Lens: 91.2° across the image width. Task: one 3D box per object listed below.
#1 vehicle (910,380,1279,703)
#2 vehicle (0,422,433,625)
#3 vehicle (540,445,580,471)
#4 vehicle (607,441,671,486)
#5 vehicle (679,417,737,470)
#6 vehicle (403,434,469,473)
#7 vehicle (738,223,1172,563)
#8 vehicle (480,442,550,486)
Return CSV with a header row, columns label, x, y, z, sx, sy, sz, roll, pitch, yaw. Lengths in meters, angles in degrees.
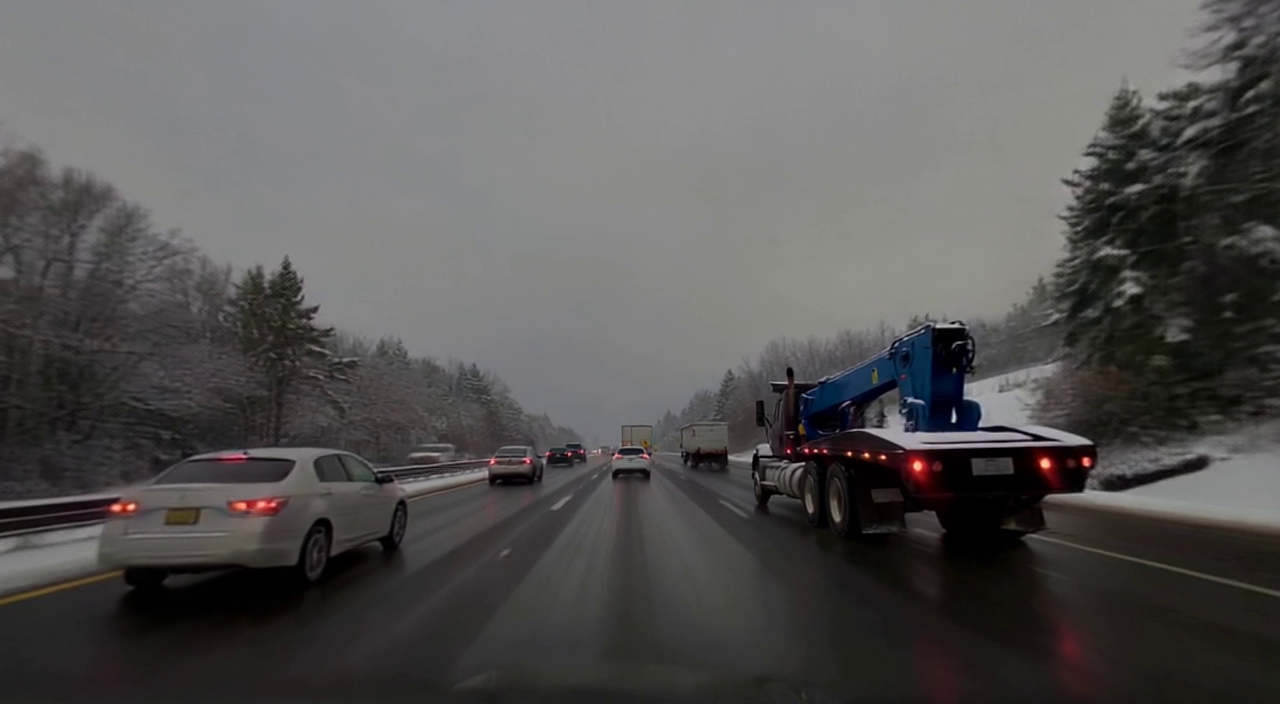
label,x,y,z,sx,sy,sz,roll,pitch,yaw
vehicle,4.068,1.054,3.433,2.599,1.631,5.693,0,-9,-1
vehicle,-4.134,1.665,7.155,1.880,1.507,4.757,0,-9,1
vehicle,-4.838,6.496,38.490,1.924,1.481,4.264,0,-9,0
vehicle,-0.081,4.072,23.138,2.150,1.498,3.988,0,-9,-2
vehicle,3.832,5.416,36.940,2.416,2.829,7.016,0,-9,-1
vehicle,-13.307,6.701,41.410,2.367,2.325,5.862,0,-9,0
vehicle,3.915,1.008,10.839,2.975,3.618,8.456,0,-9,0
vehicle,-4.613,4.192,23.724,1.858,1.527,3.974,0,-9,0
